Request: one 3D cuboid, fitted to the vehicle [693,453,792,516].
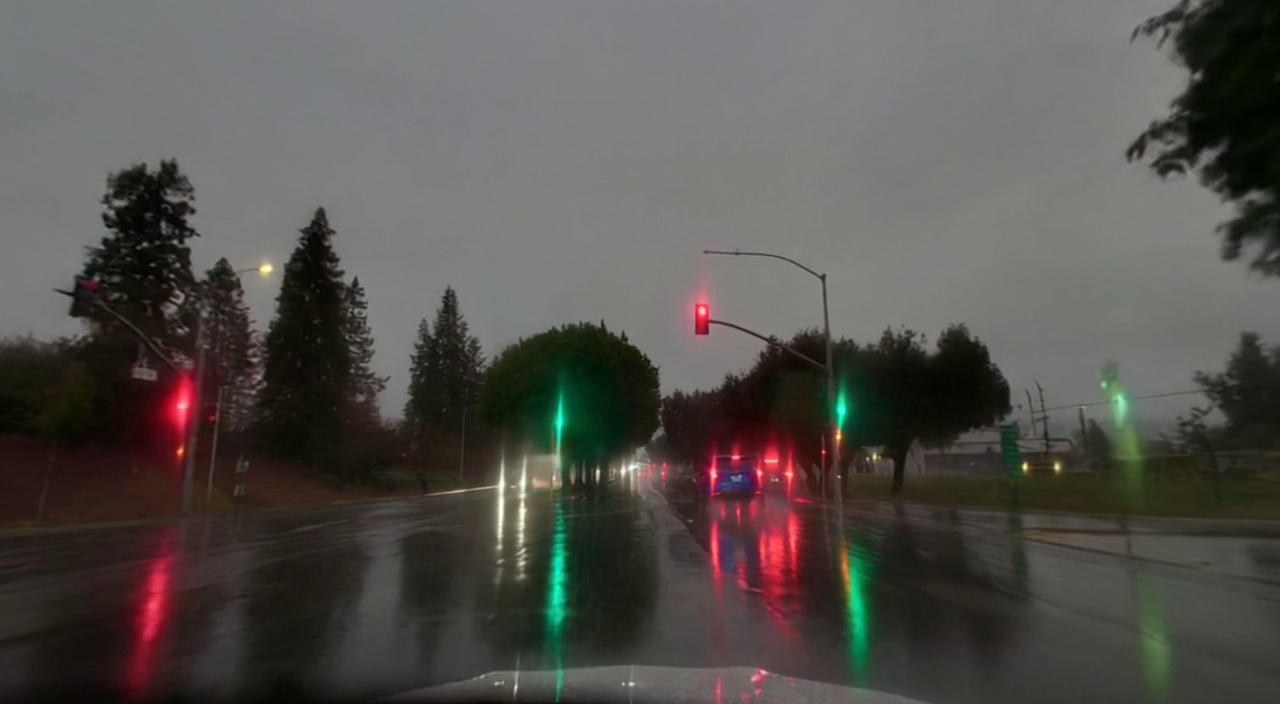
[{"bbox_3d":[2.966,3.975,19.543,2.140,1.655,4.786,0,-9,-1],"label":"vehicle"}]

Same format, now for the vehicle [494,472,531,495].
[{"bbox_3d":[-9.027,9.317,45.056,1.818,1.397,4.026,0,-9,-1],"label":"vehicle"}]
